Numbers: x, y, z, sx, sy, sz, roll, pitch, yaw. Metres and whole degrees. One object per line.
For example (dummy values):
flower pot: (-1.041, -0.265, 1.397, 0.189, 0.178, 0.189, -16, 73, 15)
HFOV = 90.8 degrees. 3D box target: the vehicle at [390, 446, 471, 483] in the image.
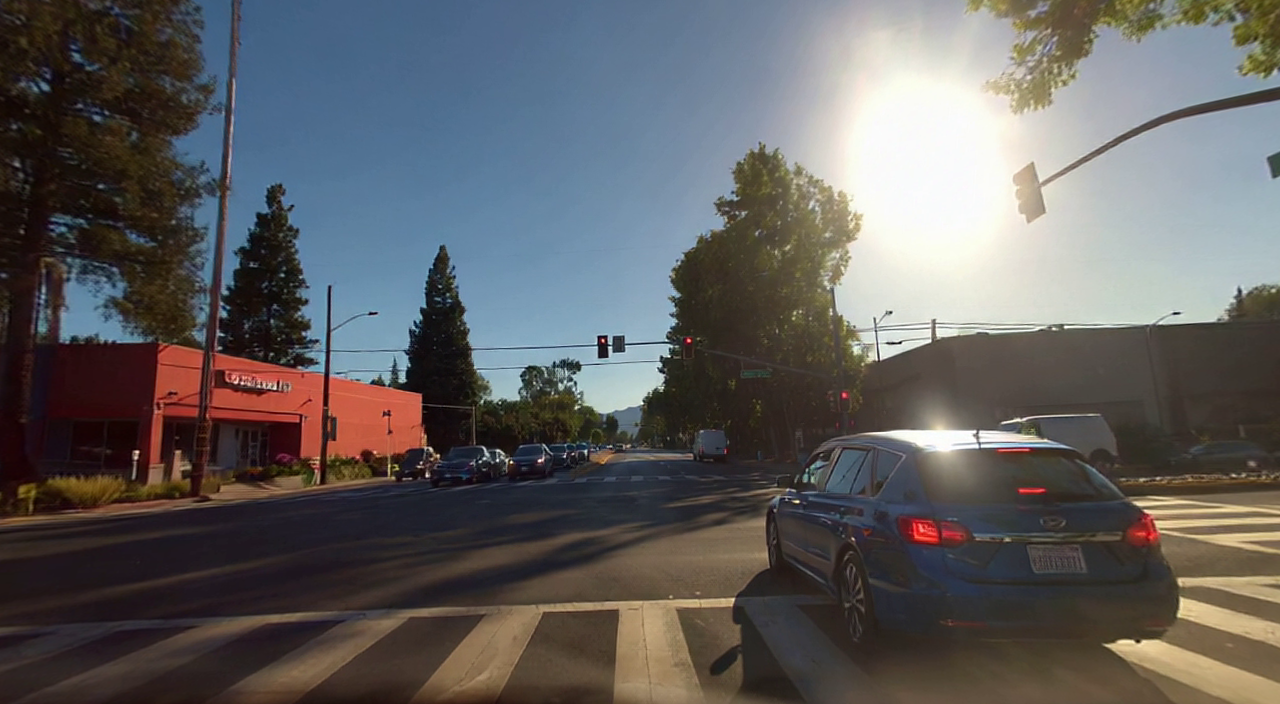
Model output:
vehicle: (-8.982, 4.834, 27.497, 2.024, 1.460, 4.381, 0, -9, 0)

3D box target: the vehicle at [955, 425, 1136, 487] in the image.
vehicle: (14.829, 3.769, 23.133, 5.910, 2.046, 2.228, 3, -9, -19)

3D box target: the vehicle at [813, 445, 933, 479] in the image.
vehicle: (10.429, 4.965, 28.654, 4.828, 1.453, 1.919, -2, -9, 11)

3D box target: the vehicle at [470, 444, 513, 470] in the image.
vehicle: (-9.017, 6.385, 38.709, 1.779, 1.460, 4.463, 0, -9, -3)

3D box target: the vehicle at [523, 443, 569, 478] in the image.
vehicle: (-4.181, 4.742, 27.963, 1.846, 1.416, 4.228, 1, -9, -9)
